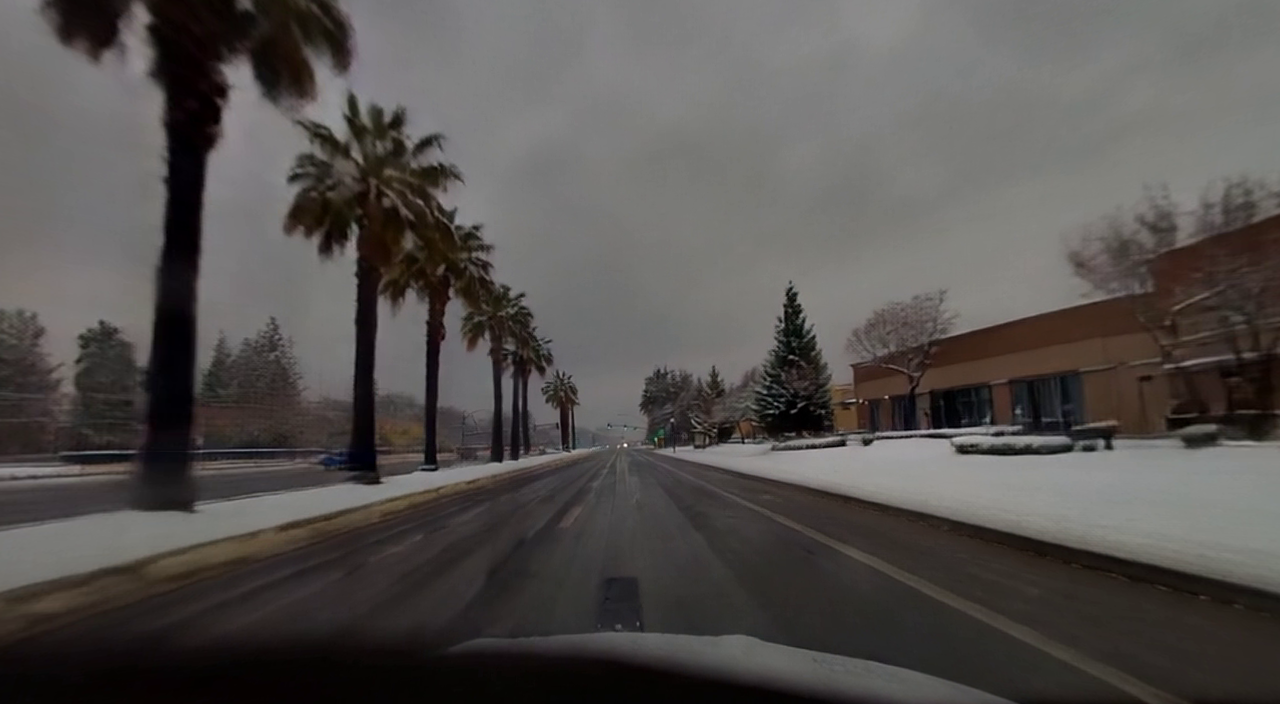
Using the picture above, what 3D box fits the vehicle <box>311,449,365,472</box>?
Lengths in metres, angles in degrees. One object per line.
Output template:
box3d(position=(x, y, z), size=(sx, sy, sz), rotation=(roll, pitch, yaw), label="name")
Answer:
box3d(position=(-23.285, 8.336, 48.765), size=(1.994, 1.652, 4.570), rotation=(1, -9, -2), label="vehicle")
